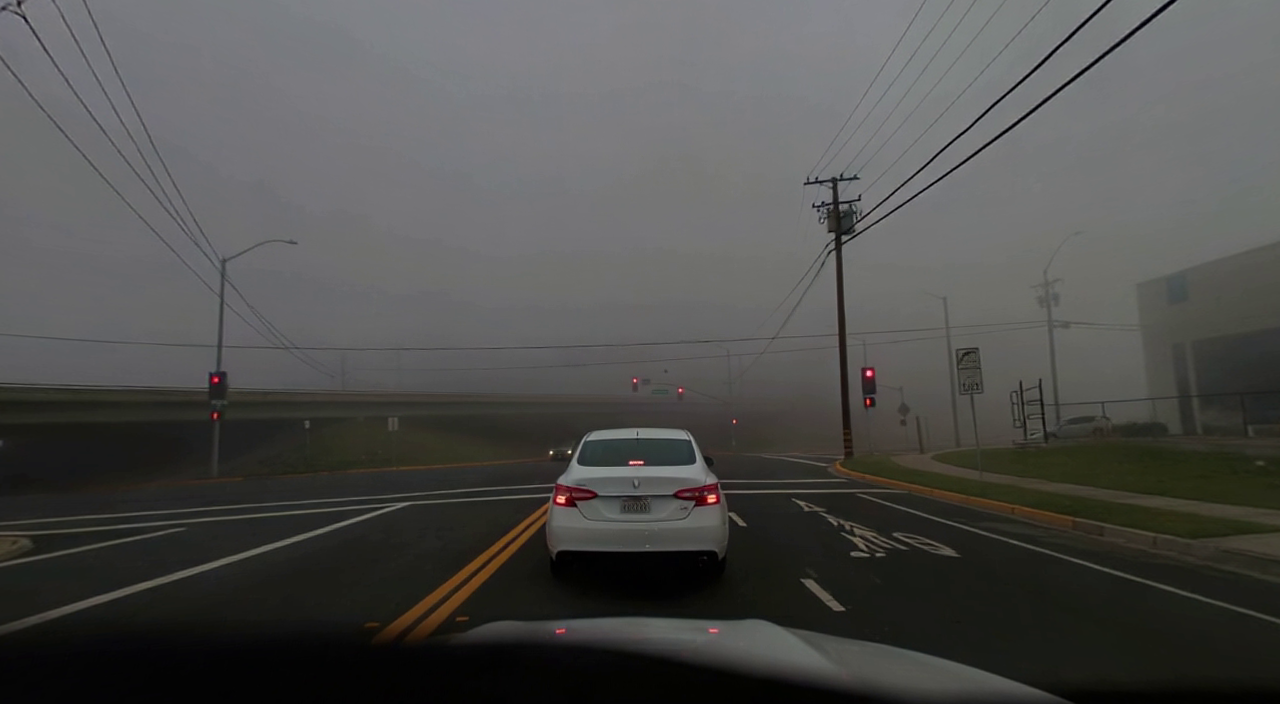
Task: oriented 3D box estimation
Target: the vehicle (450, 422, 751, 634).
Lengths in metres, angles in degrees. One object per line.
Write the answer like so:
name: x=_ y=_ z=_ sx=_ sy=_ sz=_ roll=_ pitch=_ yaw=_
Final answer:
vehicle: x=-0.240 y=1.534 z=6.476 sx=2.090 sy=1.458 sz=4.033 roll=-1 pitch=-9 yaw=1
